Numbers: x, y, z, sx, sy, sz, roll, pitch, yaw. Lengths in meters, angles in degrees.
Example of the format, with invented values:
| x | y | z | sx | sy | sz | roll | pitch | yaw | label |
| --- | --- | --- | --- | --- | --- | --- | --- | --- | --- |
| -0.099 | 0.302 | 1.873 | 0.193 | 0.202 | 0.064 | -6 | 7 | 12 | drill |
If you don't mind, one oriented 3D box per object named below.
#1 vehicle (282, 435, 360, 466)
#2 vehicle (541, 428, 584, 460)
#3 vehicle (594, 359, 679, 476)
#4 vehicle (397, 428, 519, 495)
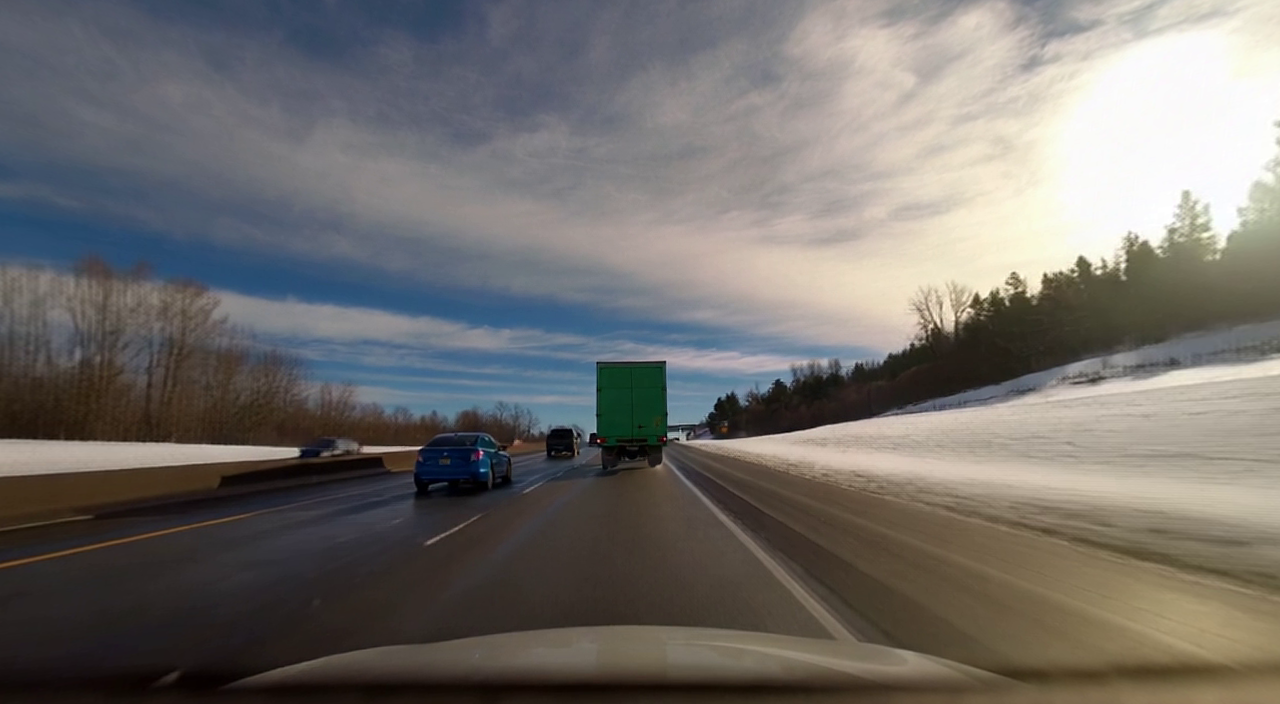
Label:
| x | y | z | sx | sy | sz | roll | pitch | yaw | label |
| --- | --- | --- | --- | --- | --- | --- | --- | --- | --- |
| -17.934 | 5.548 | 35.623 | 1.992 | 1.643 | 4.609 | 0 | -8 | 0 | vehicle |
| -4.634 | 5.566 | 38.184 | 2.019 | 1.834 | 4.644 | 0 | -8 | 0 | vehicle |
| -0.249 | 2.928 | 26.895 | 2.953 | 4.041 | 10.072 | 0 | -8 | -2 | vehicle |
| -4.632 | 2.828 | 16.768 | 1.931 | 1.539 | 4.441 | 0 | -8 | 0 | vehicle |
